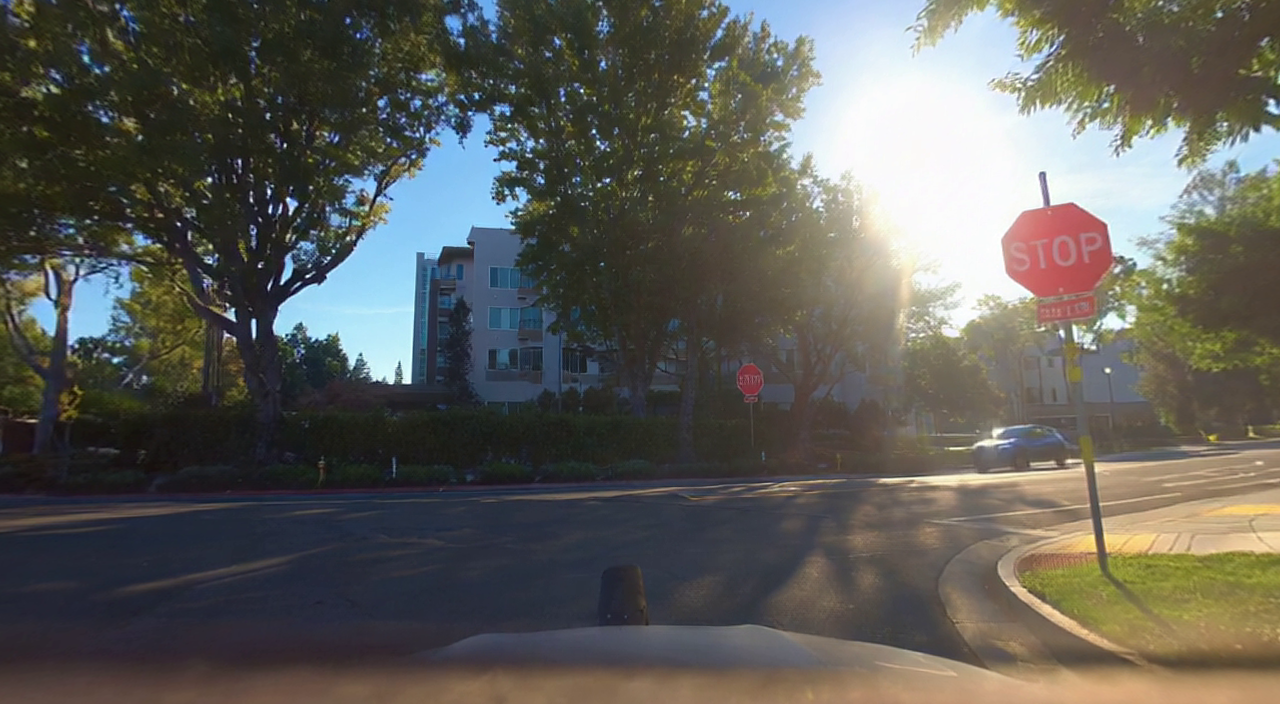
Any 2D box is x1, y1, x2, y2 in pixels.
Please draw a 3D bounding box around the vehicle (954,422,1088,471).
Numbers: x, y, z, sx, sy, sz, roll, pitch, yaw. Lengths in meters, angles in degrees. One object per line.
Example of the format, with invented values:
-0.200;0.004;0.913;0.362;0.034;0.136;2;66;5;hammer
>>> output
12.953;3.201;21.371;4.473;1.474;2.108;6;-10;-34;vehicle
